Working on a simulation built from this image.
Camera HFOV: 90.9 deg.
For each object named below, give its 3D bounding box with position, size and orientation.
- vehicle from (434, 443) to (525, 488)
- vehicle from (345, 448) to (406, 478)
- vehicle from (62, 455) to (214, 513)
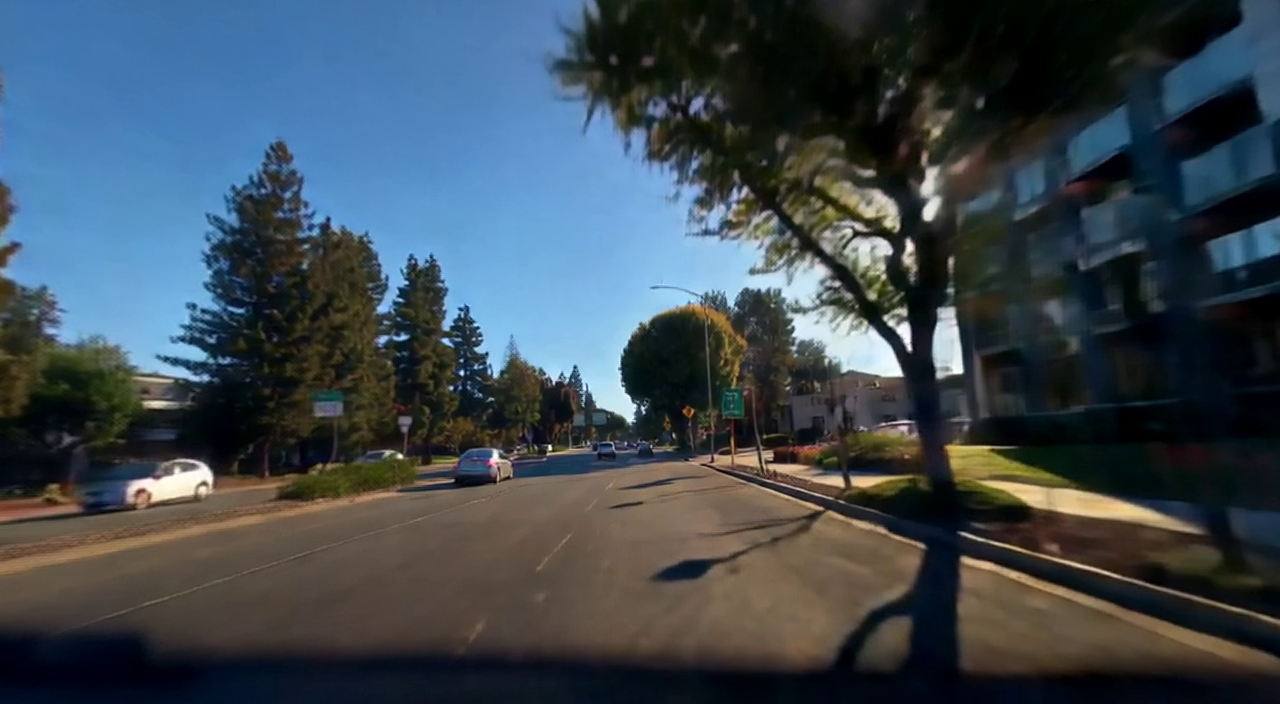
[{"bbox_3d":[-5.687,4.056,22.889,2.072,1.427,4.328,-1,-8,1],"label":"vehicle"},{"bbox_3d":[-17.388,7.296,41.666,2.027,1.773,4.501,0,-8,0],"label":"vehicle"},{"bbox_3d":[-17.515,4.569,22.317,1.800,1.736,4.287,-1,-8,1],"label":"vehicle"}]
